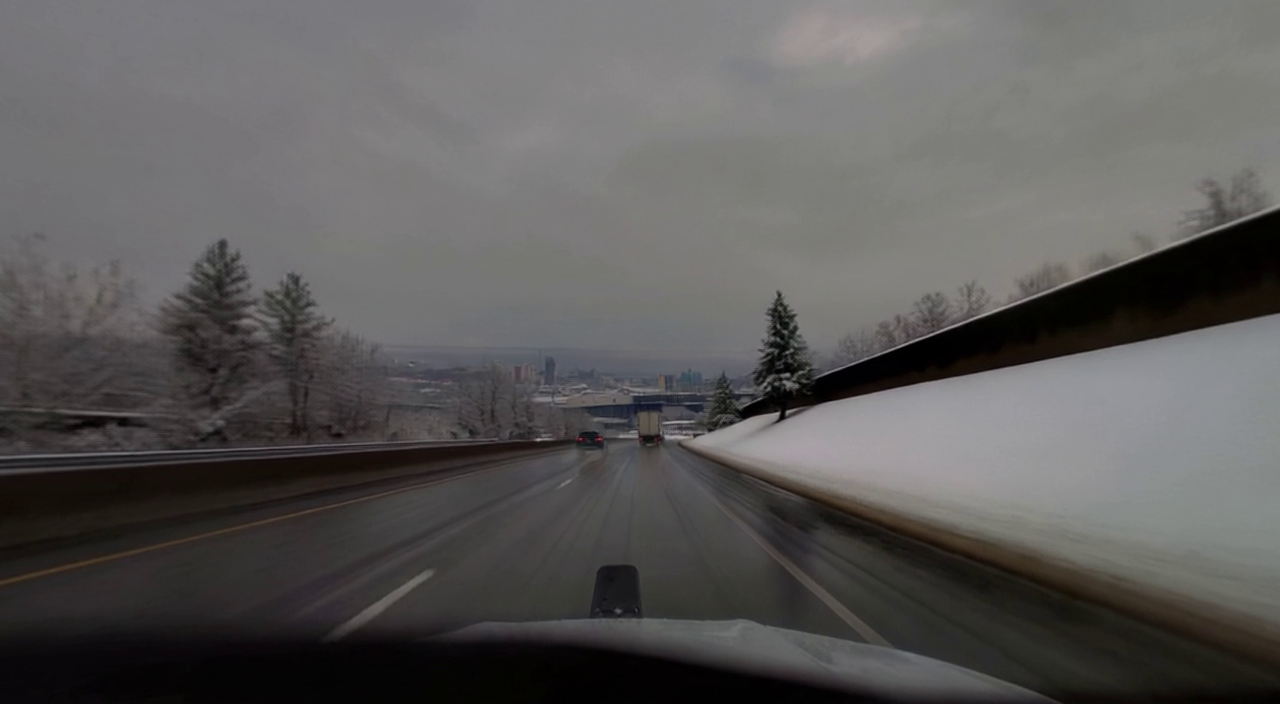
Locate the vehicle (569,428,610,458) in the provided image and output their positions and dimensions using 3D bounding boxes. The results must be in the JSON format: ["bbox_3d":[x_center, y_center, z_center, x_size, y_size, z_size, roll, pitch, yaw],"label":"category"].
[{"bbox_3d":[-2.925,5.361,37.241,2.018,1.678,4.312,0,-8,1],"label":"vehicle"}]
